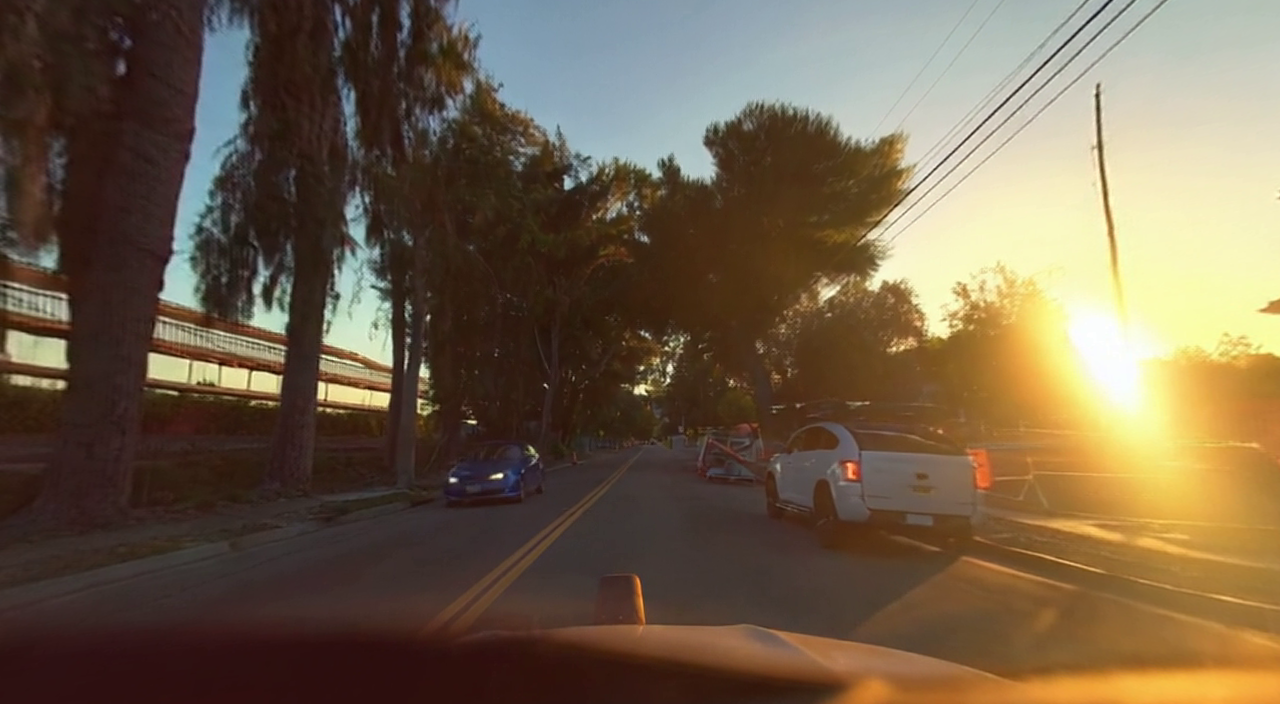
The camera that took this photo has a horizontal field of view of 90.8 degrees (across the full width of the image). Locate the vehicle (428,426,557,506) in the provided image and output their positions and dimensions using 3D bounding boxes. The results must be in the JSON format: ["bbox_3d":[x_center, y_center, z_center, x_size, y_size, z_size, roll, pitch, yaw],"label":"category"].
[{"bbox_3d":[-3.493,2.799,15.919,2.078,1.716,4.367,0,-9,1],"label":"vehicle"}]

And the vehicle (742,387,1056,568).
[{"bbox_3d":[3.529,1.926,10.554,2.759,2.114,6.152,0,-9,2],"label":"vehicle"}]

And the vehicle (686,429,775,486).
[{"bbox_3d":[3.466,4.244,25.832,2.617,2.020,6.531,0,-9,-1],"label":"vehicle"}]
